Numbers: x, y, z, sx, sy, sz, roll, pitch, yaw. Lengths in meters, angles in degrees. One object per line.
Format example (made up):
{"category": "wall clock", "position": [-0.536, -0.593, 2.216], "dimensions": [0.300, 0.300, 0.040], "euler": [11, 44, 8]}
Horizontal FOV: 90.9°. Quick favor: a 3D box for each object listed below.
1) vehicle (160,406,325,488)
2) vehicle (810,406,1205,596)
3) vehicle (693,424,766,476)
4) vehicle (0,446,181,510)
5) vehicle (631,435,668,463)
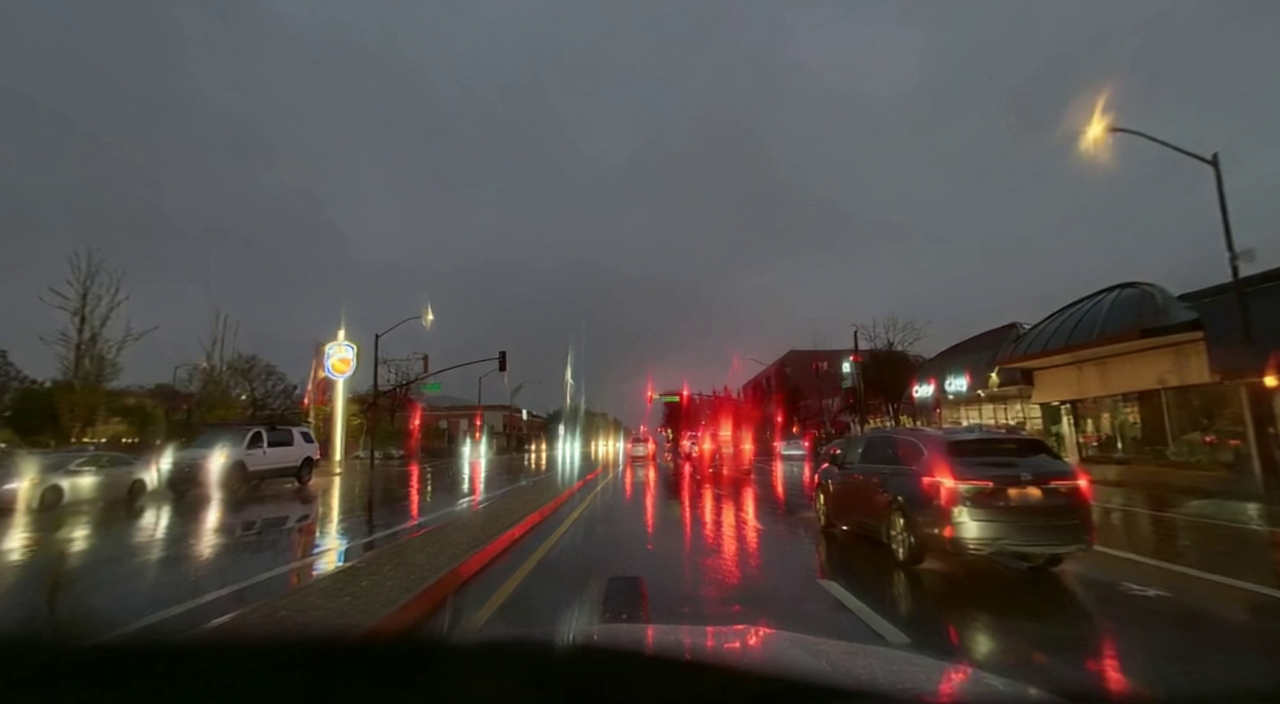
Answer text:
{"category": "vehicle", "position": [-15.194, 3.707, 24.740], "dimensions": [2.371, 2.799, 5.978], "euler": [0, -8, 1]}
{"category": "vehicle", "position": [3.580, 1.529, 7.378], "dimensions": [1.932, 1.517, 4.430], "euler": [0, -8, 0]}
{"category": "vehicle", "position": [3.339, 3.775, 24.533], "dimensions": [2.038, 1.787, 4.946], "euler": [0, -8, -1]}
{"category": "vehicle", "position": [-15.529, 3.358, 17.430], "dimensions": [1.985, 1.484, 4.879], "euler": [0, -8, 0]}
{"category": "vehicle", "position": [0.507, 5.670, 36.923], "dimensions": [2.073, 1.496, 3.892], "euler": [0, -8, -1]}
